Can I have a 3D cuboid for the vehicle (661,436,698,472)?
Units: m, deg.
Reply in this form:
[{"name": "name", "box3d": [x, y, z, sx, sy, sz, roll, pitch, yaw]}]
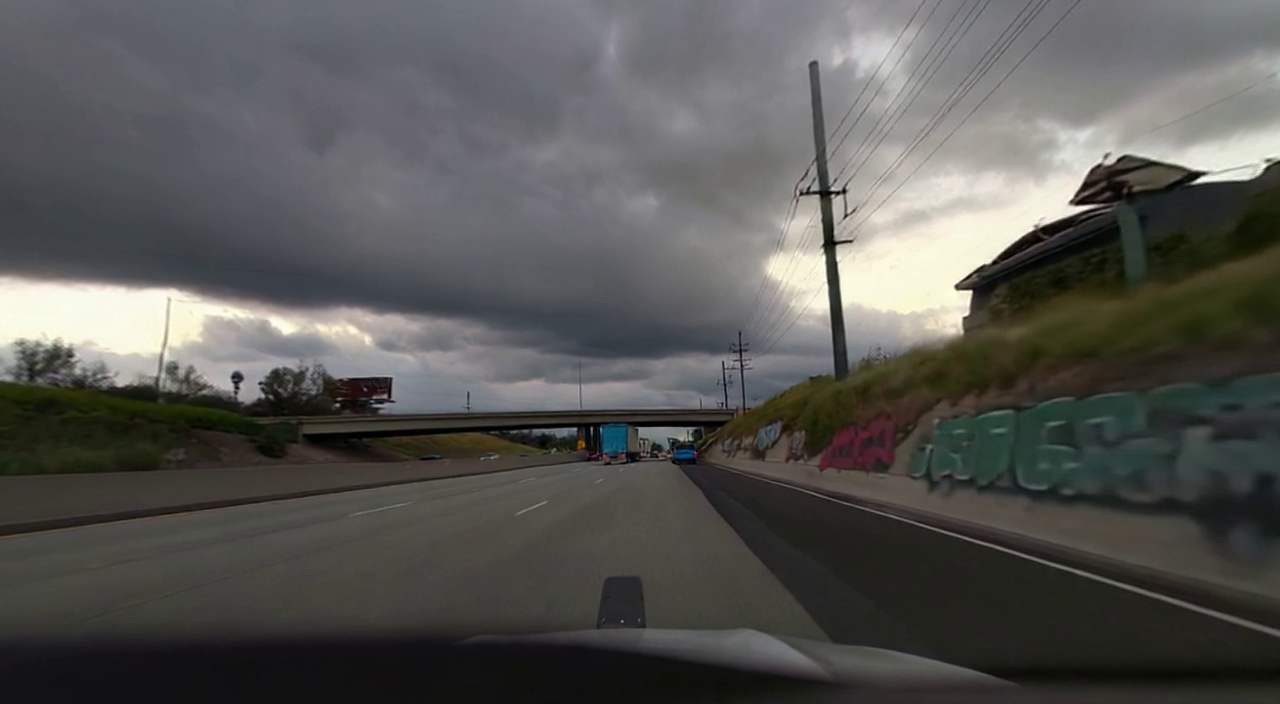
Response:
[{"name": "vehicle", "box3d": [2.971, 7.921, 48.971, 2.462, 2.627, 5.799, -1, -9, 0]}]
